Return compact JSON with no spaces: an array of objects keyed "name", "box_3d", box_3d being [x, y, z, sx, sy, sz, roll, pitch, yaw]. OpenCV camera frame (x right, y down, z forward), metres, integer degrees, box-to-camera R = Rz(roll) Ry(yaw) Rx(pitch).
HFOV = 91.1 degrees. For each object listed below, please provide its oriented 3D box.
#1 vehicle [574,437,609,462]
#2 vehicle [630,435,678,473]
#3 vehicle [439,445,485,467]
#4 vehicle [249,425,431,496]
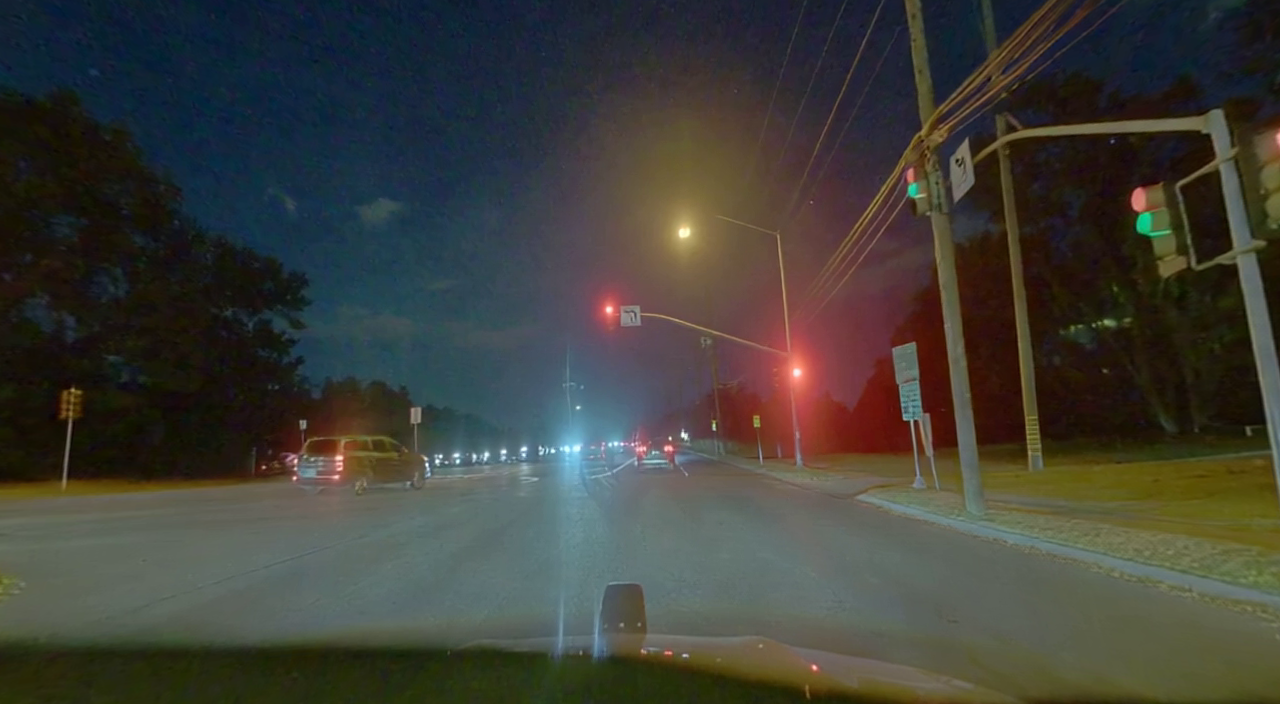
[{"name":"vehicle","box_3d":[-3.680,7.526,48.539,2.046,1.763,4.574,-1,-8,4]},{"name":"vehicle","box_3d":[0.763,4.989,30.905,2.010,1.681,4.682,-1,-9,5]},{"name":"vehicle","box_3d":[-12.635,7.420,44.900,1.841,1.477,4.485,-1,-8,2]},{"name":"vehicle","box_3d":[-9.430,3.411,20.137,2.175,1.957,4.686,-7,-11,37]}]
